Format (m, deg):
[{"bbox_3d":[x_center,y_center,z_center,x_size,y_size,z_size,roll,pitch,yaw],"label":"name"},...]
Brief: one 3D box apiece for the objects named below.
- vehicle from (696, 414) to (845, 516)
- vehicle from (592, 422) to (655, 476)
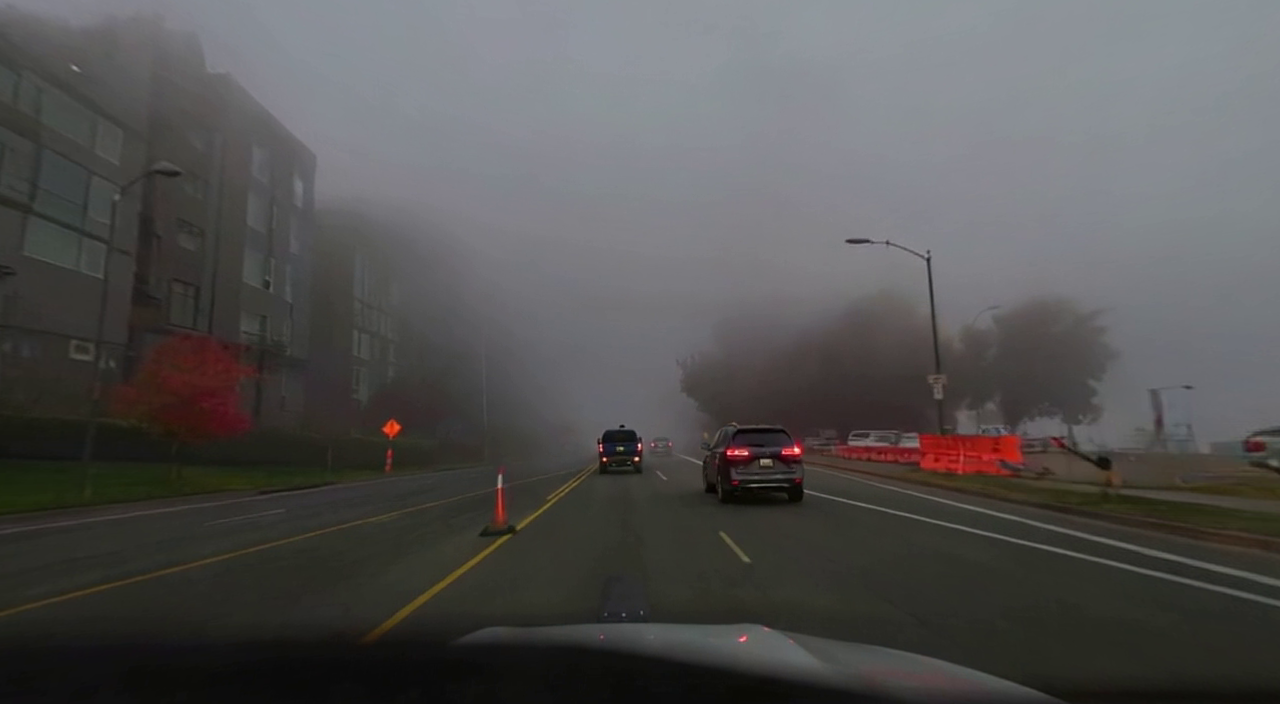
[{"bbox_3d":[2.618,2.461,14.199,2.120,1.828,5.531,0,-8,-1],"label":"vehicle"},{"bbox_3d":[-0.757,4.747,30.843,2.762,2.309,6.723,0,-8,-1],"label":"vehicle"}]
